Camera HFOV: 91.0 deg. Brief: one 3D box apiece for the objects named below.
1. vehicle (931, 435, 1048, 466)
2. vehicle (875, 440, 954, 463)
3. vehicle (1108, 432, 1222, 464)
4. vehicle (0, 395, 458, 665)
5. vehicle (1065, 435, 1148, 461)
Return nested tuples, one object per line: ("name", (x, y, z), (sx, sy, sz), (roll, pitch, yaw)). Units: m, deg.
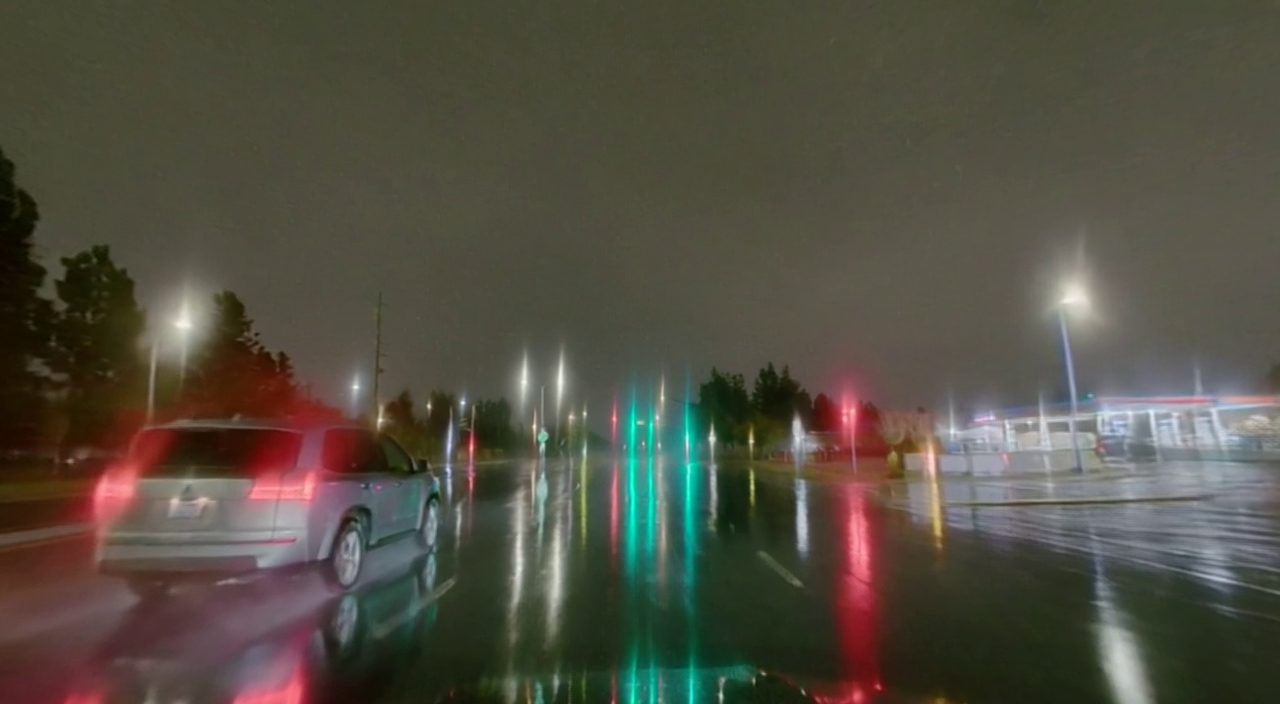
("vehicle", (17.427, 4.955, 31.616), (4.671, 1.466, 1.937), (0, -9, 5))
("vehicle", (18.242, 6.619, 41.982), (4.398, 1.457, 1.806), (0, -9, 1))
("vehicle", (30.085, 5.514, 36.205), (4.507, 1.752, 2.016), (-1, -9, 9))
("vehicle", (-3.527, 1.450, 6.309), (2.039, 1.656, 4.710), (0, -9, -1))
("vehicle", (30.706, 6.353, 41.530), (3.806, 1.635, 1.937), (-1, -9, 7))
